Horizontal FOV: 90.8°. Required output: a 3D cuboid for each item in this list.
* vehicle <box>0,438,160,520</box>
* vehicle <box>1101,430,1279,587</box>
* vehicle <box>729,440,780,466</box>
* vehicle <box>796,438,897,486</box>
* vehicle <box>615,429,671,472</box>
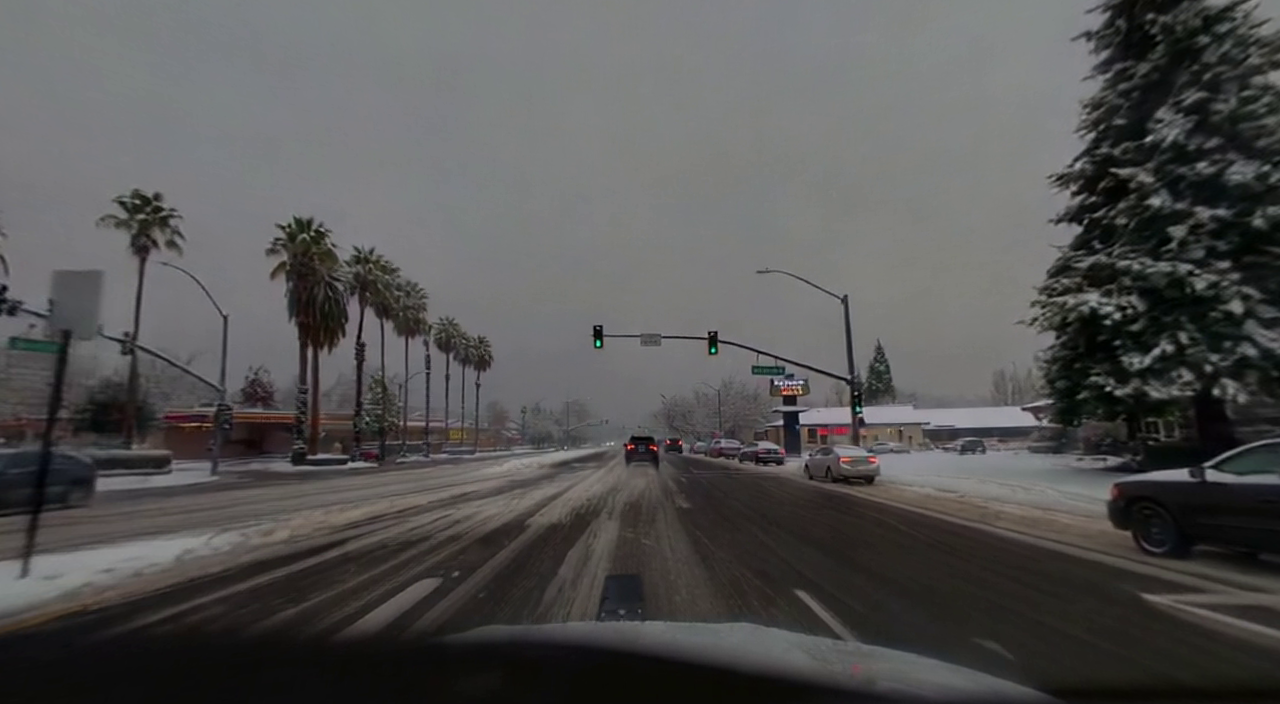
[{"bbox_3d":[-15.450,3.094,15.713,2.575,1.780,5.899,0,-9,-2],"label":"vehicle"},{"bbox_3d":[7.141,1.450,5.755,2.076,1.483,4.963,0,-9,-1],"label":"vehicle"},{"bbox_3d":[6.797,6.063,38.078,2.038,1.476,5.032,0,-9,-1],"label":"vehicle"},{"bbox_3d":[6.890,3.726,21.627,1.902,1.461,4.428,0,-9,-1],"label":"vehicle"},{"bbox_3d":[0.089,4.631,29.729,2.428,1.816,4.959,0,-9,-1],"label":"vehicle"}]
